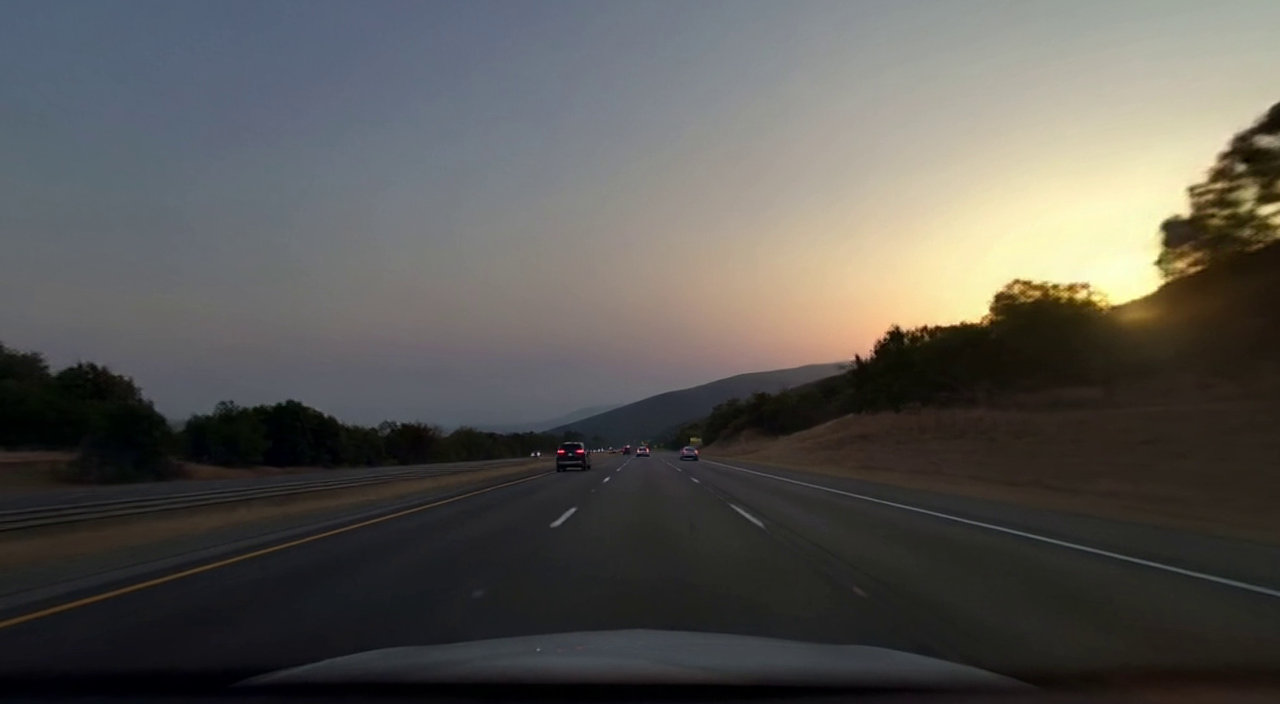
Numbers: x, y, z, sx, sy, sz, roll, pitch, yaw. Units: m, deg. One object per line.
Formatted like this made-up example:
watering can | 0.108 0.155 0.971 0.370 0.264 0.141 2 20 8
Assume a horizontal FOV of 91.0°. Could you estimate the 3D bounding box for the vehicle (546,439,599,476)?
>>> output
vehicle | -3.277 5.218 31.413 2.070 1.707 4.309 0 -9 1
